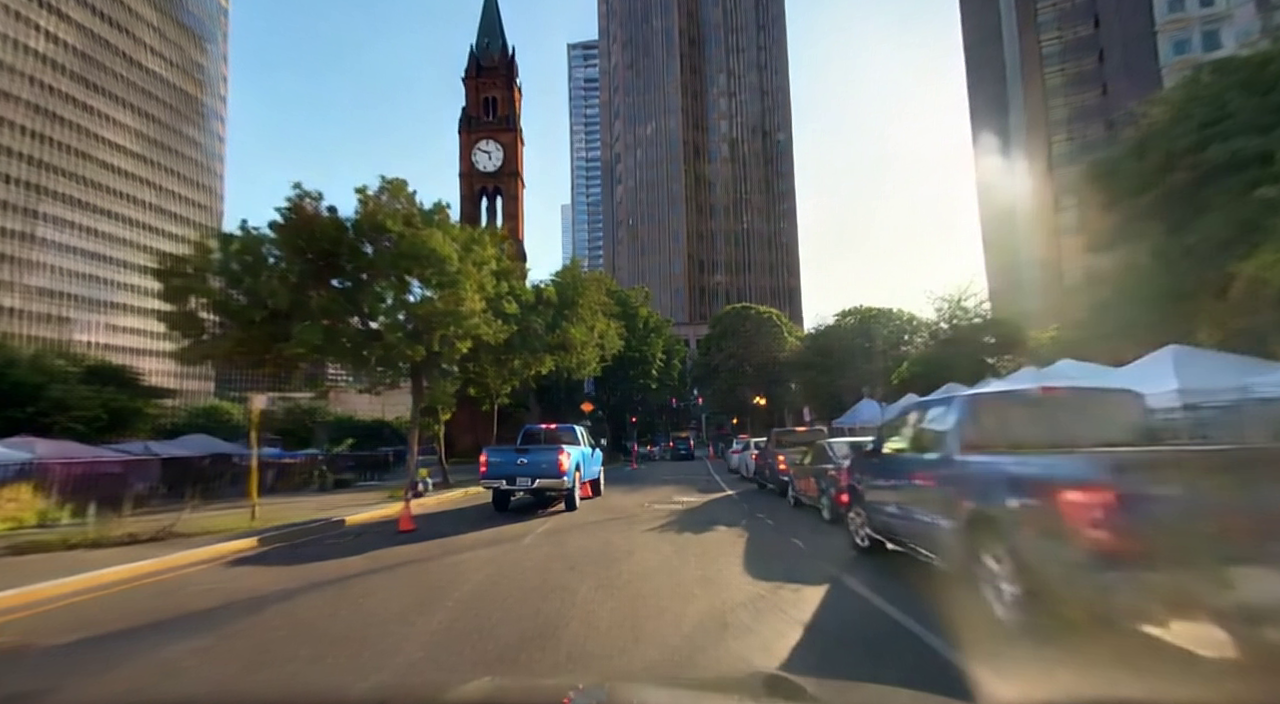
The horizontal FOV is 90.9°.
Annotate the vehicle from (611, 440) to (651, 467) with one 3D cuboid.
[{"bbox_3d":[-0.492,6.088,37.974,1.895,1.489,4.328,-1,-8,6],"label":"vehicle"}]

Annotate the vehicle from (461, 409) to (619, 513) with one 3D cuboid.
[{"bbox_3d":[-1.995,2.470,14.805,2.452,1.954,5.653,0,-8,4],"label":"vehicle"}]

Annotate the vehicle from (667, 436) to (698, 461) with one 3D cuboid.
[{"bbox_3d":[3.199,7.301,47.661,2.183,1.784,4.317,-1,-8,4],"label":"vehicle"}]

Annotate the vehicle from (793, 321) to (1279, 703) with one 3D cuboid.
[{"bbox_3d":[2.925,1.075,5.309,2.186,1.800,4.723,0,-8,2],"label":"vehicle"}]
